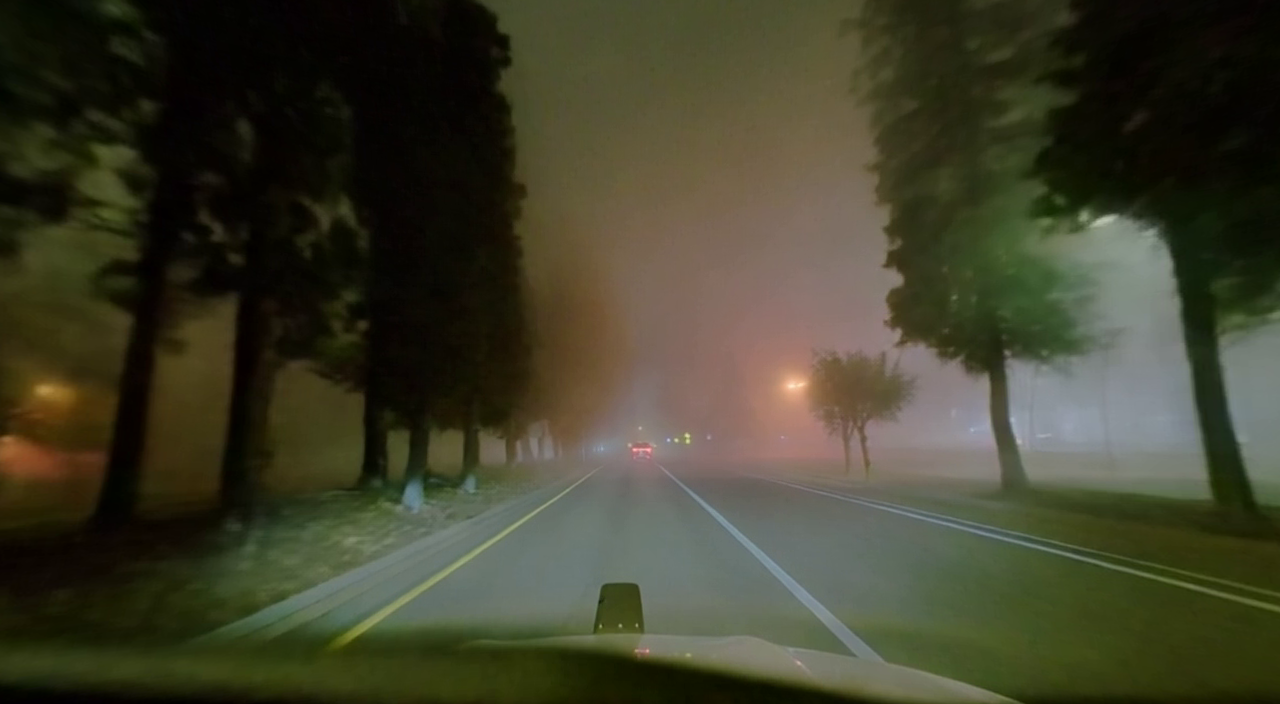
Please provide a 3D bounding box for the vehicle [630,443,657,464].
[{"bbox_3d":[0.277,7.946,49.702,2.048,1.584,4.393,0,-8,0],"label":"vehicle"}]
